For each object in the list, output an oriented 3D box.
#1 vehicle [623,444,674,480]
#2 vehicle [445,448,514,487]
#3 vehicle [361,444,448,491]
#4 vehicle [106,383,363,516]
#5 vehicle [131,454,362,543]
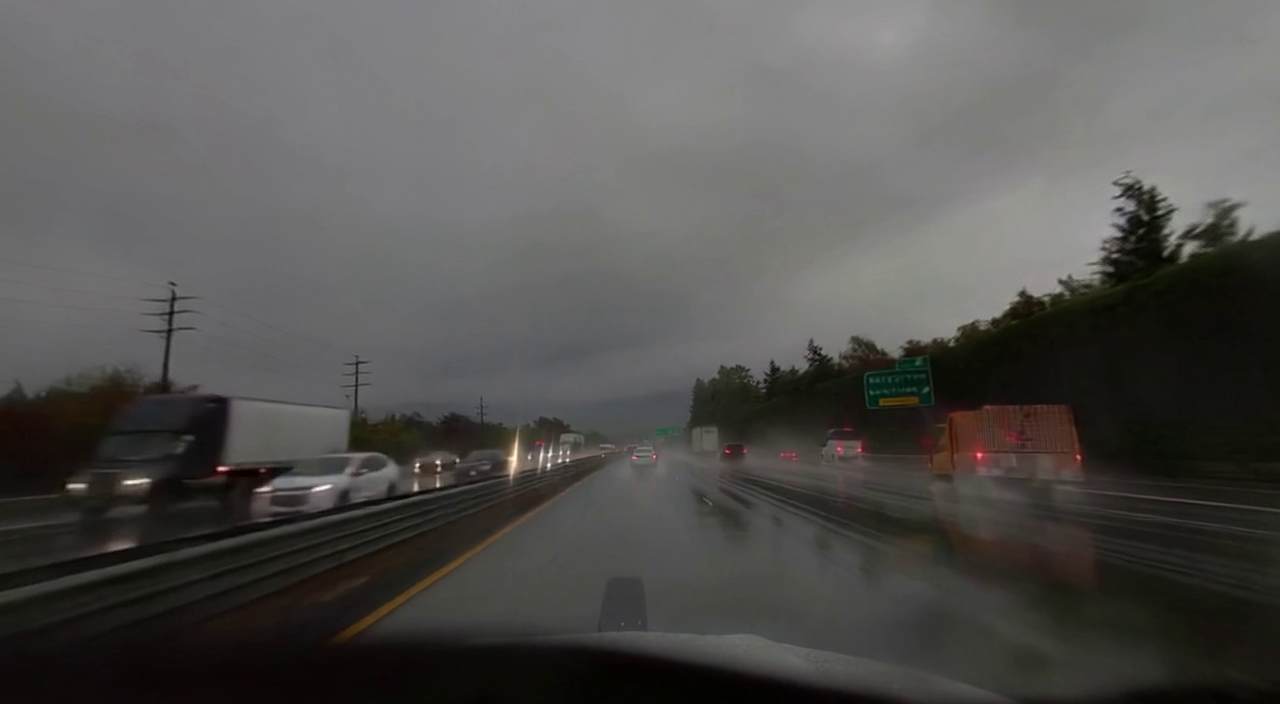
[{"bbox_3d":[0.351,5.071,29.229,2.177,1.520,4.278,0,-9,0],"label":"vehicle"},{"bbox_3d":[-7.324,5.299,29.255,2.055,1.633,4.239,0,-9,0],"label":"vehicle"},{"bbox_3d":[-10.968,5.382,29.828,2.131,1.986,5.151,0,-9,0],"label":"vehicle"},{"bbox_3d":[-14.838,3.818,24.821,2.967,4.046,10.700,0,-9,0],"label":"vehicle"},{"bbox_3d":[-8.072,3.002,13.638,1.920,1.533,4.730,0,-9,0],"label":"vehicle"}]
